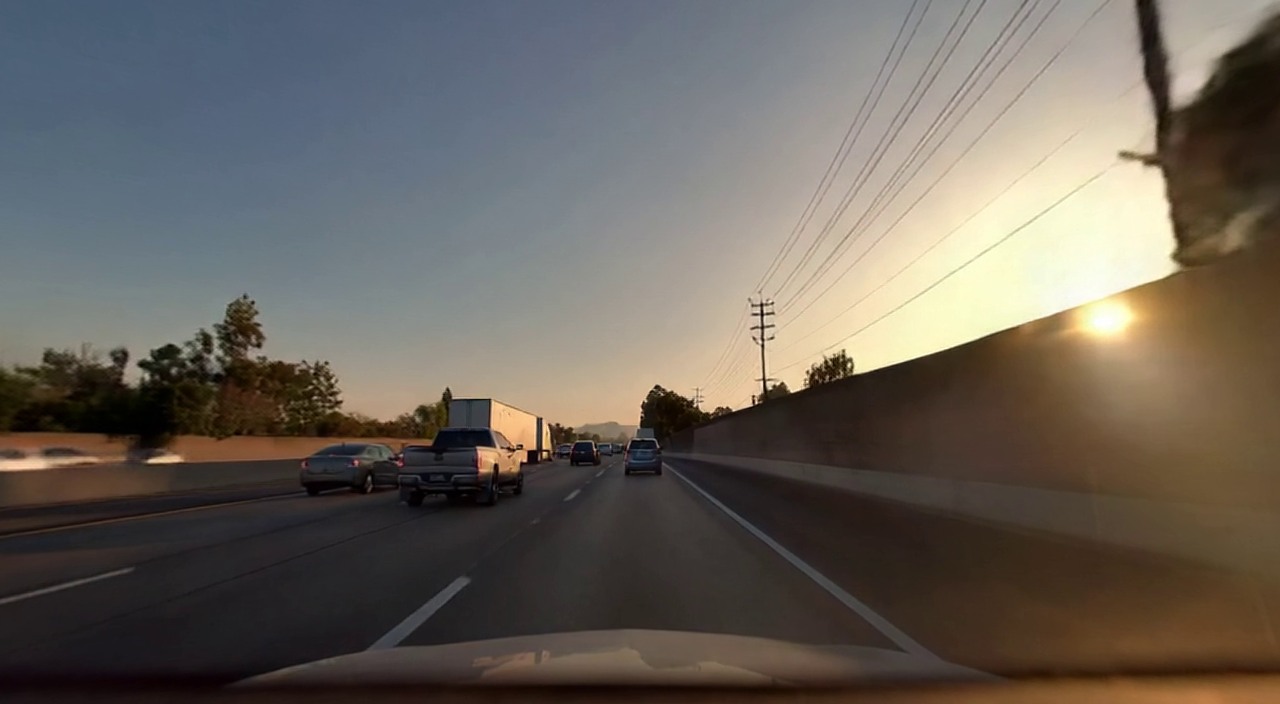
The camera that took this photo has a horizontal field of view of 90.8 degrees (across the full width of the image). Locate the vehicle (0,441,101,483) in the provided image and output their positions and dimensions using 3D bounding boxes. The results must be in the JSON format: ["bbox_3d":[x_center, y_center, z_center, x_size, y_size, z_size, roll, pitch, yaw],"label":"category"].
[{"bbox_3d":[-27.087,4.838,28.093,2.017,1.724,4.861,0,-9,-1],"label":"vehicle"}]

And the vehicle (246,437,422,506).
[{"bbox_3d":[-7.663,3.021,16.521,2.165,1.511,4.810,0,-9,0],"label":"vehicle"}]

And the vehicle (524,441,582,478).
[{"bbox_3d":[-3.744,4.692,27.778,1.870,1.485,4.304,0,-9,1],"label":"vehicle"}]

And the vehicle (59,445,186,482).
[{"bbox_3d":[-23.623,5.076,29.118,1.910,1.556,4.668,0,-9,-1],"label":"vehicle"}]

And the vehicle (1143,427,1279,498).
[{"bbox_3d":[14.314,2.455,14.214,1.949,1.472,4.795,0,-9,-1],"label":"vehicle"}]

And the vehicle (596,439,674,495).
[{"bbox_3d":[-0.160,3.368,18.812,2.089,1.477,3.818,0,-9,-1],"label":"vehicle"}]

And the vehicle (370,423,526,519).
[{"bbox_3d":[-3.848,2.467,13.561,1.923,1.716,4.289,0,-9,1],"label":"vehicle"}]

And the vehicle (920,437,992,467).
[{"bbox_3d":[17.940,5.721,36.167,1.936,1.591,4.362,0,-9,1],"label":"vehicle"}]
